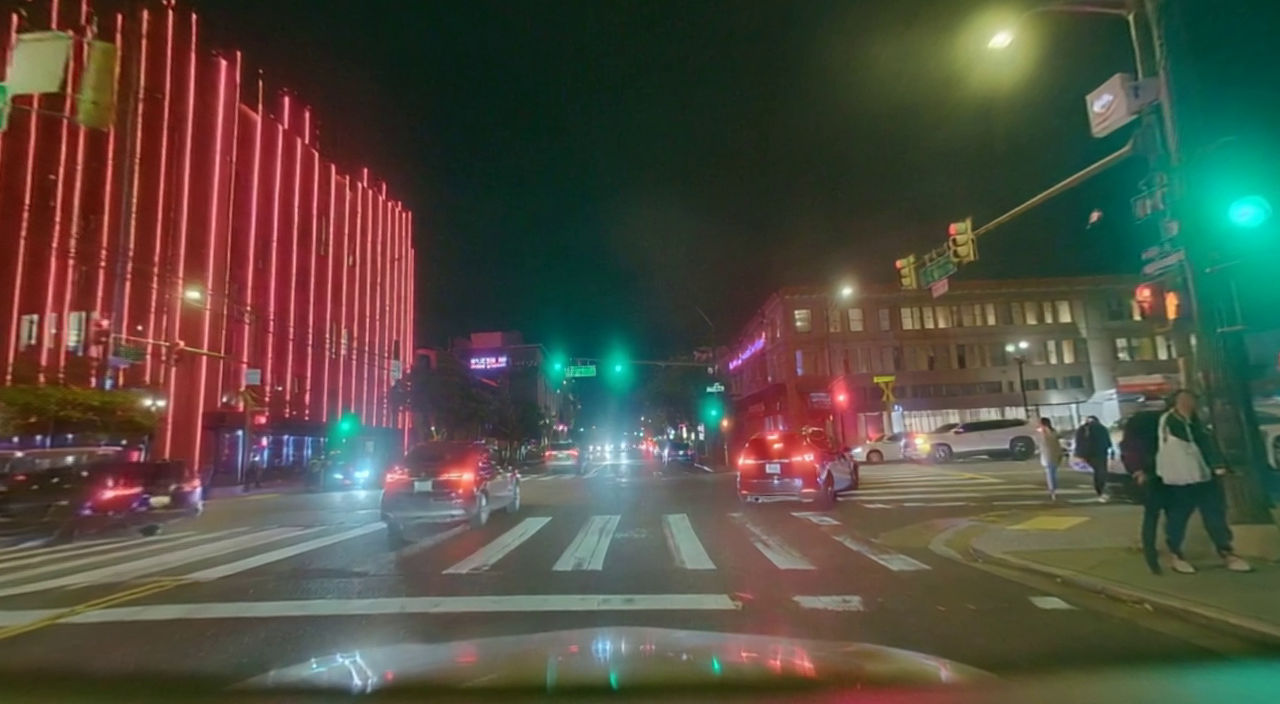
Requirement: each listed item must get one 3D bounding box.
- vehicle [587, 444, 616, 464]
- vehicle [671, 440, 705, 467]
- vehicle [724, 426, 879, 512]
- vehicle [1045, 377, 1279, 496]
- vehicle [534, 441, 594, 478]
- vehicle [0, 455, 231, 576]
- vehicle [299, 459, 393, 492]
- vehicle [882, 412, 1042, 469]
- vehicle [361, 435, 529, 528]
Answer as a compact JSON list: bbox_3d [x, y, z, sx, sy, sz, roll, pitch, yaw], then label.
[{"bbox_3d":[-2.983,7.986,49.553,1.888,1.489,3.863,0,-8,1],"label":"vehicle"},{"bbox_3d":[3.242,7.014,43.618,1.924,1.765,3.954,0,-8,-2],"label":"vehicle"},{"bbox_3d":[3.627,2.405,13.488,2.153,1.480,4.540,-4,-9,28],"label":"vehicle"},{"bbox_3d":[11.928,1.745,12.969,5.523,2.219,2.251,0,-8,1],"label":"vehicle"},{"bbox_3d":[-3.257,4.686,27.879,1.916,1.487,4.535,0,-8,2],"label":"vehicle"},{"bbox_3d":[-9.191,2.470,10.326,1.922,1.457,4.494,0,-8,0],"label":"vehicle"},{"bbox_3d":[-15.320,6.423,33.184,1.999,1.466,4.535,-2,-9,14],"label":"vehicle"},{"bbox_3d":[12.633,3.505,25.015,5.004,1.771,2.159,-4,-8,1],"label":"vehicle"},{"bbox_3d":[-3.488,2.371,12.105,1.973,1.496,3.713,0,-8,1],"label":"vehicle"}]
